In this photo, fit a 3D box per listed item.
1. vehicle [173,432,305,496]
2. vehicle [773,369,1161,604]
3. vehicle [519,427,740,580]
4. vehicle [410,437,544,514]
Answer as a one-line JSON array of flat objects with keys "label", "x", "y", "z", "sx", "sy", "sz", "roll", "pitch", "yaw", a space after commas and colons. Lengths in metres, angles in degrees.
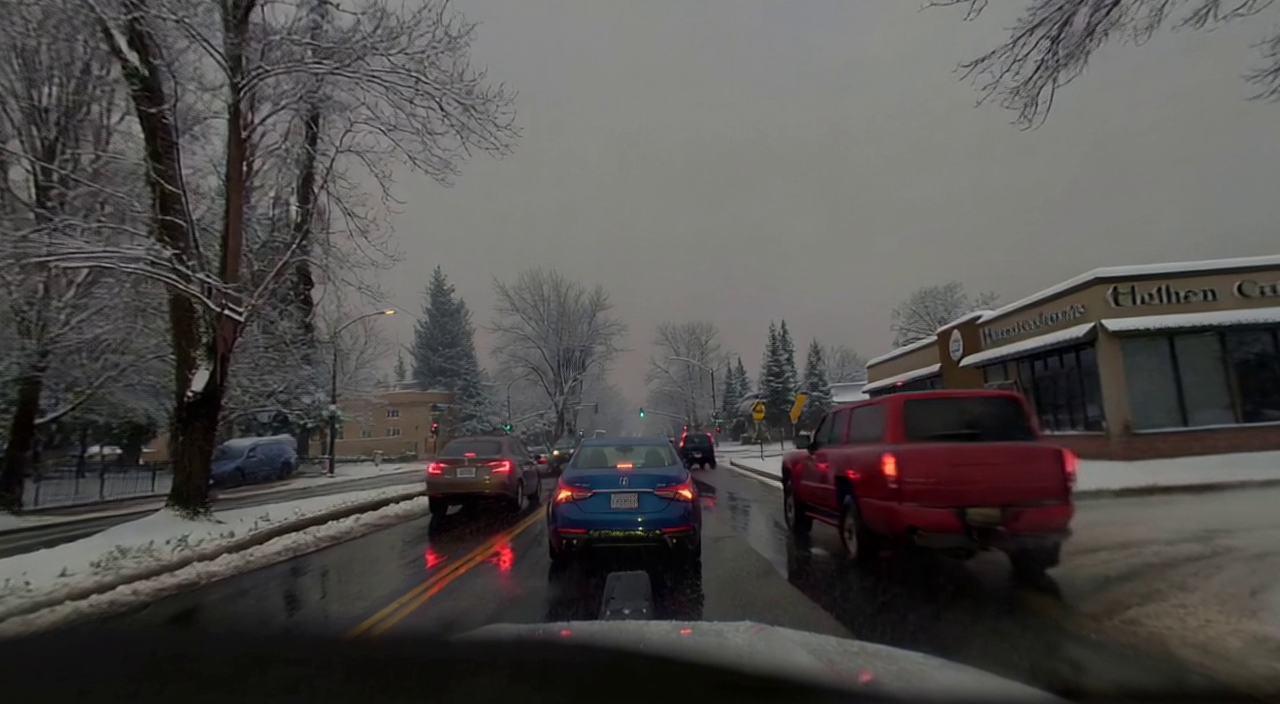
[{"label": "vehicle", "x": -19.169, "y": 5.357, "z": 30.618, "sx": 2.286, "sy": 2.777, "sz": 5.926, "roll": 0, "pitch": -9, "yaw": 2}, {"label": "vehicle", "x": 3.272, "y": 1.472, "z": 7.696, "sx": 2.152, "sy": 1.987, "sz": 4.527, "roll": 0, "pitch": -9, "yaw": -2}, {"label": "vehicle", "x": -0.114, "y": 1.795, "z": 8.268, "sx": 2.160, "sy": 1.482, "sz": 4.037, "roll": 0, "pitch": -9, "yaw": 0}, {"label": "vehicle", "x": -3.463, "y": 2.696, "z": 14.226, "sx": 1.905, "sy": 1.473, "sz": 4.016, "roll": 0, "pitch": -9, "yaw": 0}]
